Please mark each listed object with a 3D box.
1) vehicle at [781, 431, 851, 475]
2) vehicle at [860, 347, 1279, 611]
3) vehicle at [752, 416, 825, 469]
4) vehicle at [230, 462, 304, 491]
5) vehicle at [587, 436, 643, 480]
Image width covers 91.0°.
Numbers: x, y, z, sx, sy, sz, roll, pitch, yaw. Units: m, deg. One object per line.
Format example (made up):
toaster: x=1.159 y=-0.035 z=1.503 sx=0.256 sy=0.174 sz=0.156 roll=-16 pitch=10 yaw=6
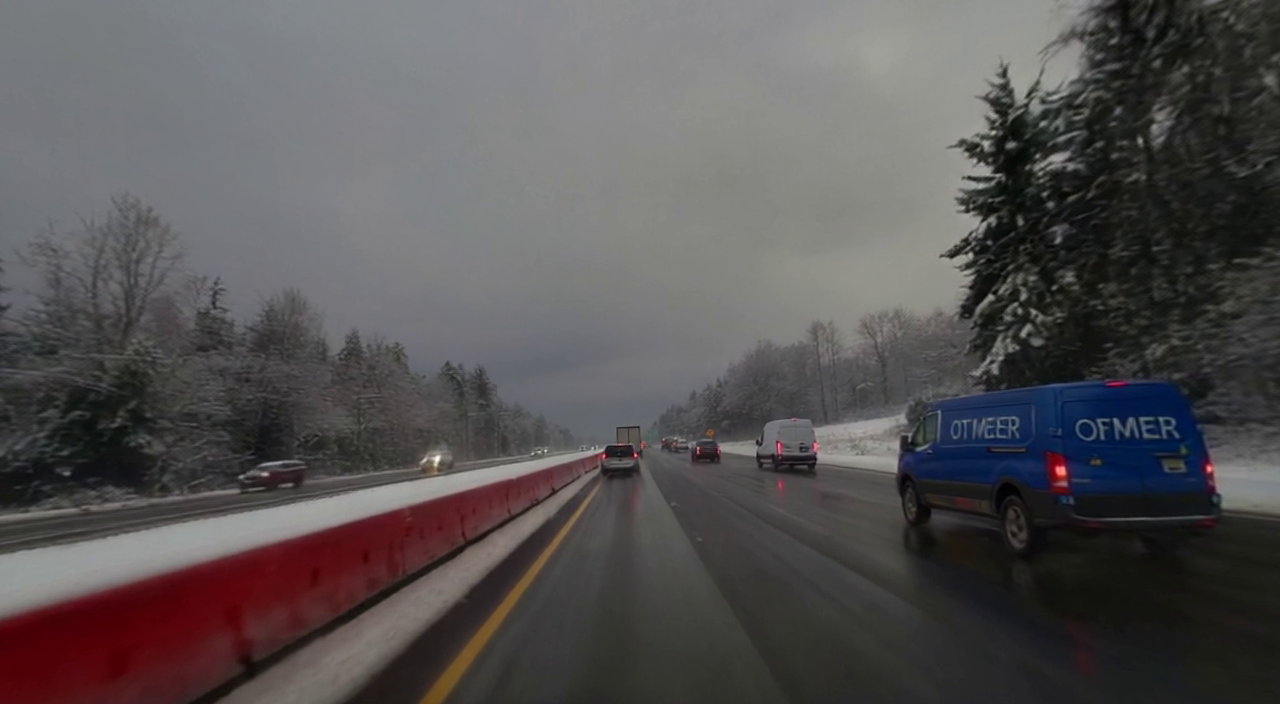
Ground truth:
vehicle: x=8.187 y=4.727 z=29.621 sx=2.255 sy=1.960 sz=3.229 roll=0 pitch=-8 yaw=-1
vehicle: x=4.744 y=1.323 z=7.455 sx=2.223 sy=2.008 sz=5.121 roll=0 pitch=-8 yaw=-2
vehicle: x=8.017 y=4.965 z=34.575 sx=2.385 sy=2.635 sz=5.633 roll=0 pitch=-8 yaw=-2
vehicle: x=-21.794 y=7.260 z=36.957 sx=1.800 sy=1.494 sz=4.231 roll=0 pitch=-8 yaw=-1
vehicle: x=-0.985 y=4.260 z=25.566 sx=2.100 sy=1.636 sz=3.620 roll=0 pitch=-8 yaw=-2
